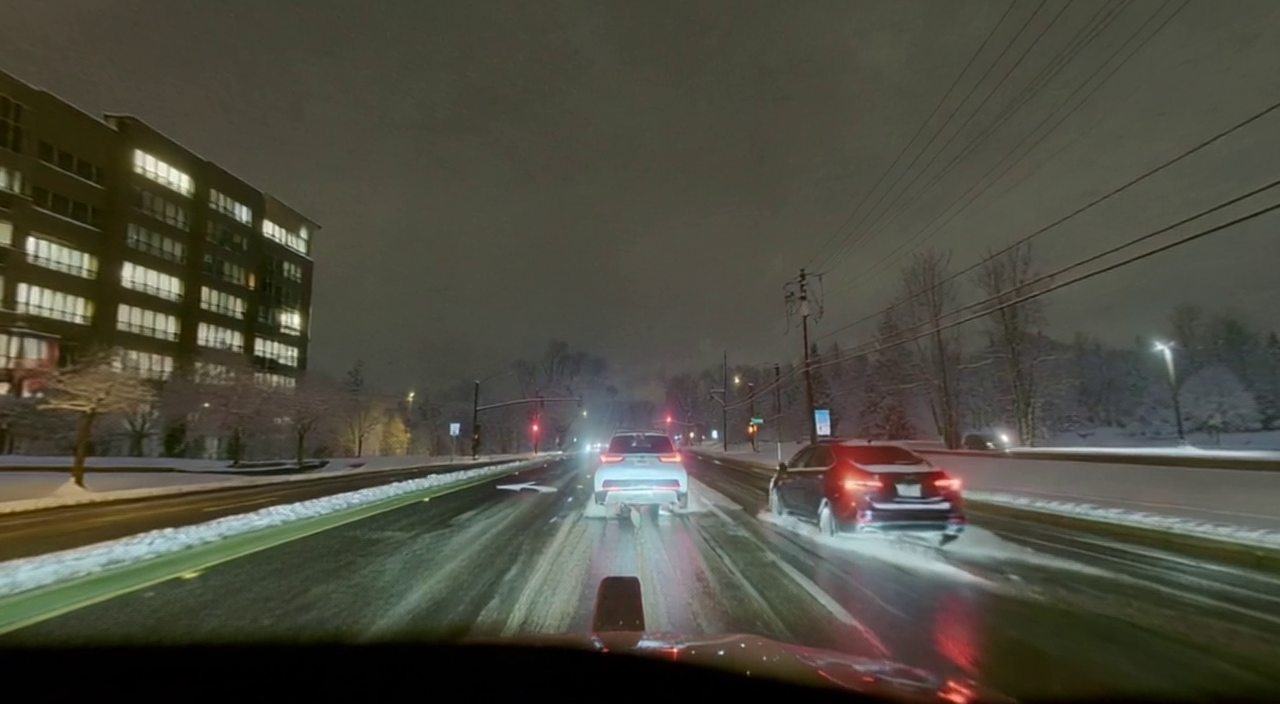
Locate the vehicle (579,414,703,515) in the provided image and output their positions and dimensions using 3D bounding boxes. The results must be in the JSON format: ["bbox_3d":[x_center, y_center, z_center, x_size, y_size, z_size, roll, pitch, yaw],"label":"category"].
[{"bbox_3d":[0.041,2.324,13.421,2.189,1.776,4.342,0,-9,0],"label":"vehicle"}]

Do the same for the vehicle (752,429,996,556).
[{"bbox_3d":[3.174,2.007,9.805,1.990,1.482,4.575,0,-9,-1],"label":"vehicle"}]
